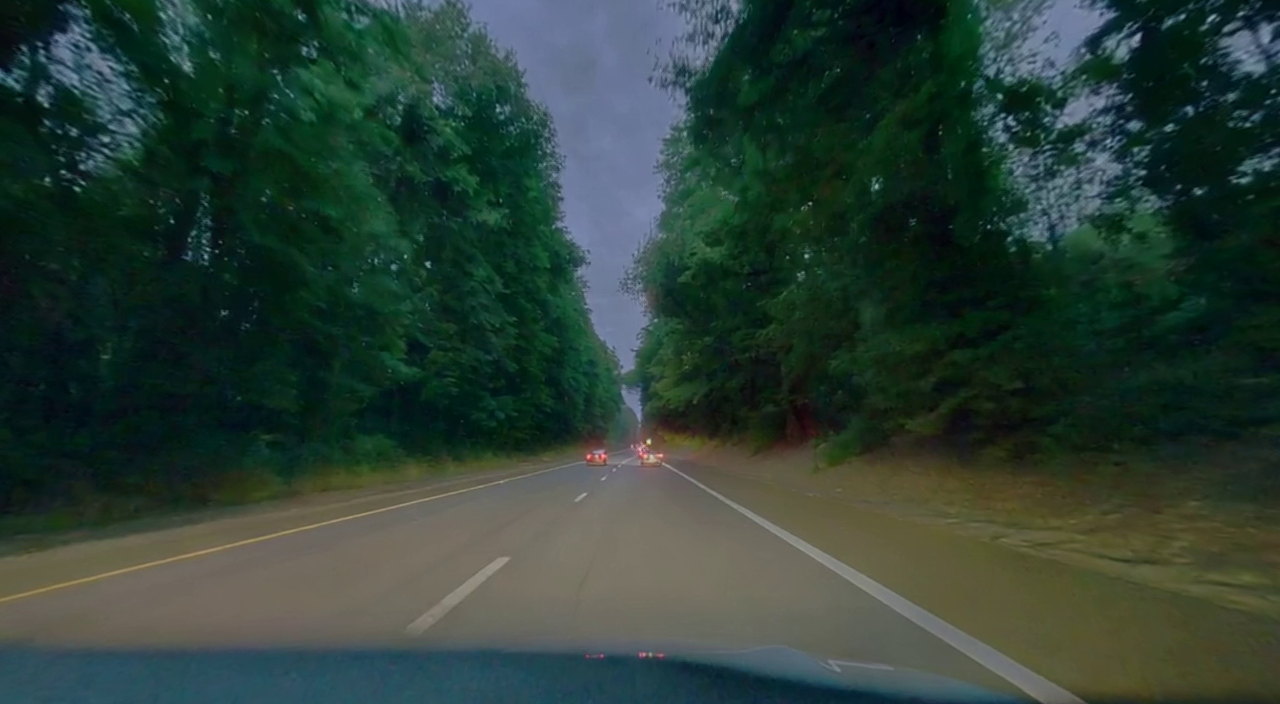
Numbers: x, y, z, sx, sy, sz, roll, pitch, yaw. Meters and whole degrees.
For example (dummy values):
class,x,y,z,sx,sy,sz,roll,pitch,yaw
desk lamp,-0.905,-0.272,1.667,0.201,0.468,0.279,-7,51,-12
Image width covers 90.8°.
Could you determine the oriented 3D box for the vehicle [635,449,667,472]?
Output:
class,x,y,z,sx,sy,sz,roll,pitch,yaw
vehicle,0.687,7.193,42.118,2.046,1.452,4.407,0,-9,0
